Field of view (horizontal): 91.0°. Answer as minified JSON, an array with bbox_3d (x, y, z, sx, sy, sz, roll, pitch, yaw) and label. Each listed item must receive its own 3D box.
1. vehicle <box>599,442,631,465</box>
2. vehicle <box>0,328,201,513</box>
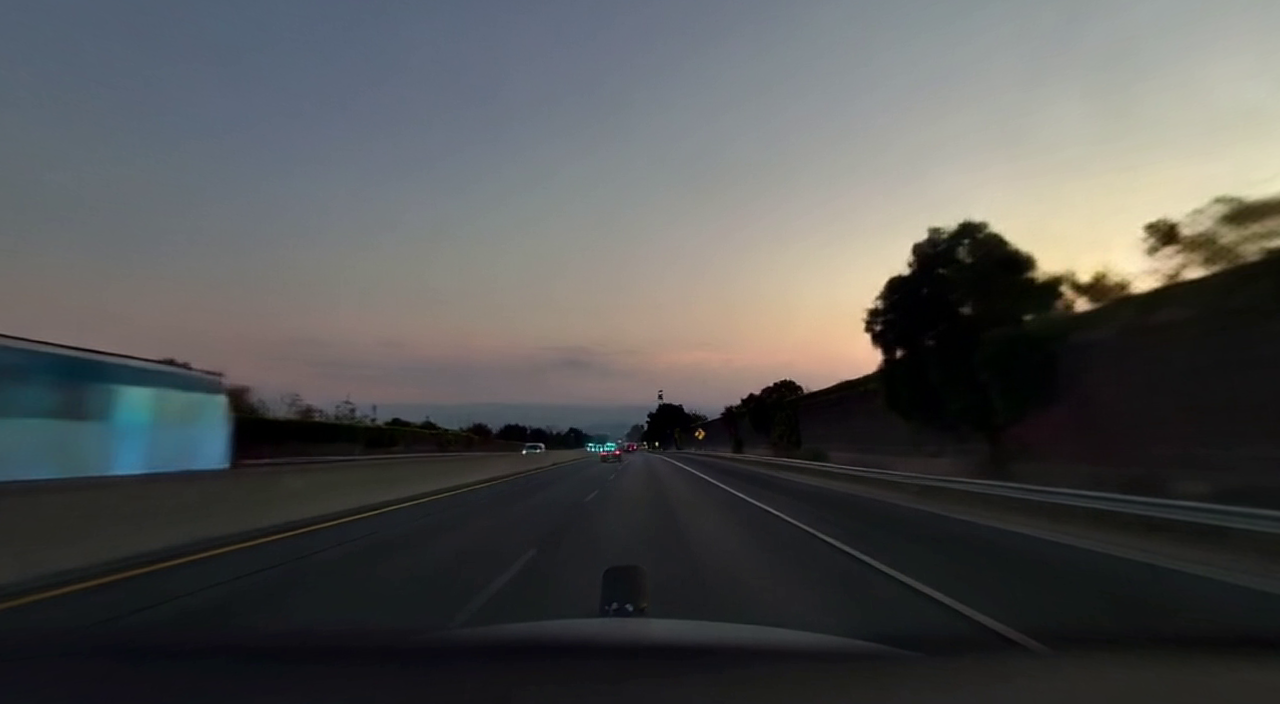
[{"bbox_3d":[-1.711,7.106,44.146,2.050,1.530,4.144,0,-8,0],"label":"vehicle"},{"bbox_3d":[-15.544,1.335,12.546,3.288,3.977,14.007,0,-8,1],"label":"vehicle"}]
